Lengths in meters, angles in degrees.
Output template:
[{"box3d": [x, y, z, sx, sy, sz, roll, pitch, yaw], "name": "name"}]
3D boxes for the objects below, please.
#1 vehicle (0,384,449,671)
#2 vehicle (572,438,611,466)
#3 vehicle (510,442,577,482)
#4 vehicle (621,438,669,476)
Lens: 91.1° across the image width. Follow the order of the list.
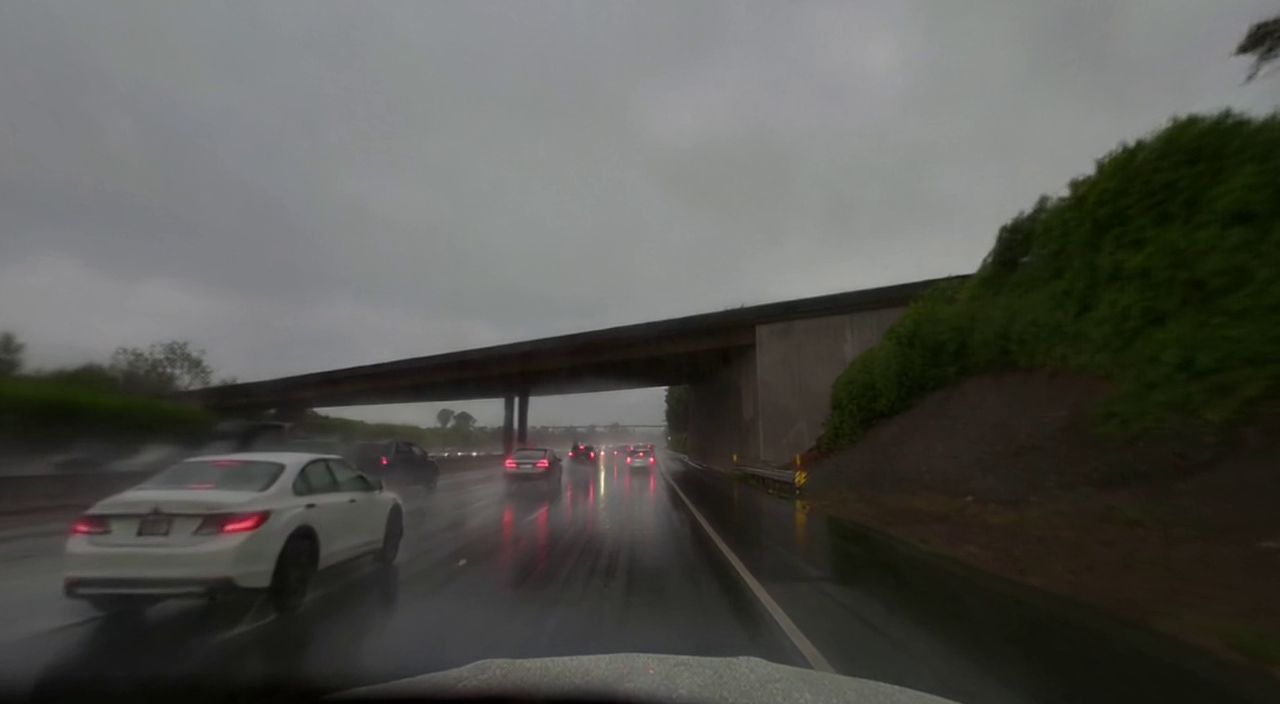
[{"box3d": [-3.685, 1.401, 6.188, 2.161, 1.759, 4.482, 0, -8, 0], "name": "vehicle"}, {"box3d": [-3.304, 6.877, 43.499, 2.237, 1.841, 4.683, 0, -8, 1], "name": "vehicle"}, {"box3d": [-3.879, 4.478, 25.945, 1.997, 1.490, 4.471, 0, -8, 1], "name": "vehicle"}, {"box3d": [0.232, 5.026, 30.429, 2.160, 1.678, 4.178, 0, -8, 0], "name": "vehicle"}]
